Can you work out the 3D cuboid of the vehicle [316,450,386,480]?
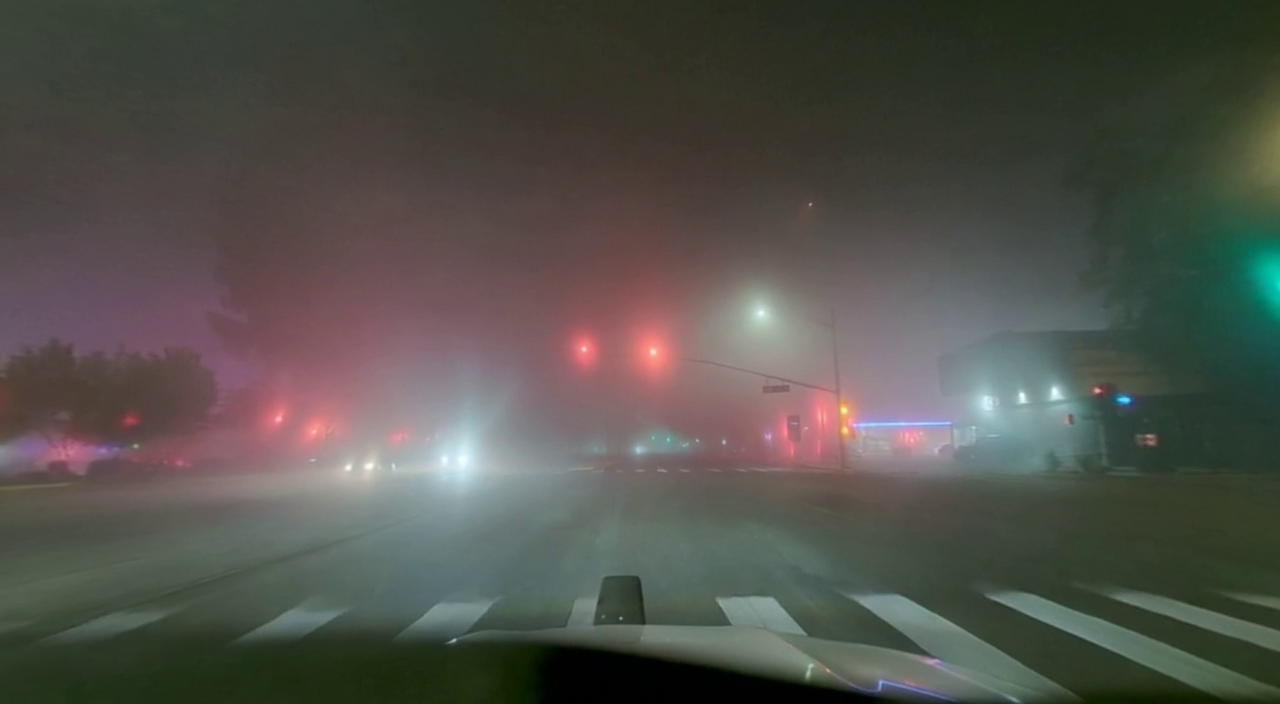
[{"bbox_3d":[-16.598,6.483,36.600,1.924,1.557,4.357,0,-8,1],"label":"vehicle"}]

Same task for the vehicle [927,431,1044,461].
[{"bbox_3d":[20.904,5.705,38.385,5.587,1.689,2.605,0,-9,-3],"label":"vehicle"}]

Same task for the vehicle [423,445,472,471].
[{"bbox_3d":[-12.975,7.165,42.772,1.892,1.639,4.311,0,-8,1],"label":"vehicle"}]
